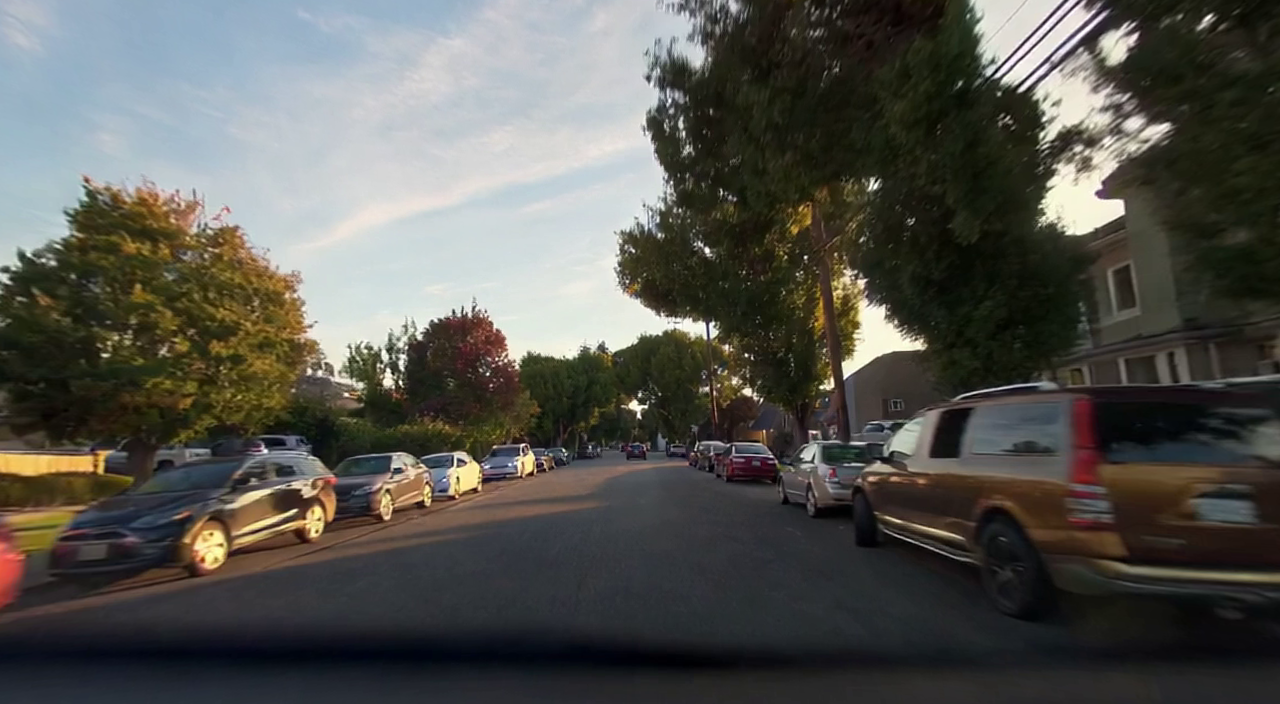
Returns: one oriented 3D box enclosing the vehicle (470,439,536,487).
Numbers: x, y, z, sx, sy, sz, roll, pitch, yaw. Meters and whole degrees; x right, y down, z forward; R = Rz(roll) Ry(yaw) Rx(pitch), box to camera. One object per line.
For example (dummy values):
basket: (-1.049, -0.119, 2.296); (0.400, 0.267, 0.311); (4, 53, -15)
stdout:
vehicle: (-6.232, 5.056, 29.278); (2.115, 1.820, 5.002); (-3, -7, -3)

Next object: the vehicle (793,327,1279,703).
vehicle: (3.573, 1.267, 6.327); (2.401, 1.958, 5.999); (0, -8, -2)

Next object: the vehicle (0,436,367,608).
vehicle: (-5.935, 2.099, 9.040); (1.925, 1.578, 4.906); (-3, -7, 0)

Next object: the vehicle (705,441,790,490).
vehicle: (3.598, 3.914, 22.131); (2.039, 1.480, 4.831); (-1, -9, -1)

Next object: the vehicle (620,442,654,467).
vehicle: (-0.239, 6.705, 41.349); (2.062, 1.509, 4.305); (0, -8, -1)
